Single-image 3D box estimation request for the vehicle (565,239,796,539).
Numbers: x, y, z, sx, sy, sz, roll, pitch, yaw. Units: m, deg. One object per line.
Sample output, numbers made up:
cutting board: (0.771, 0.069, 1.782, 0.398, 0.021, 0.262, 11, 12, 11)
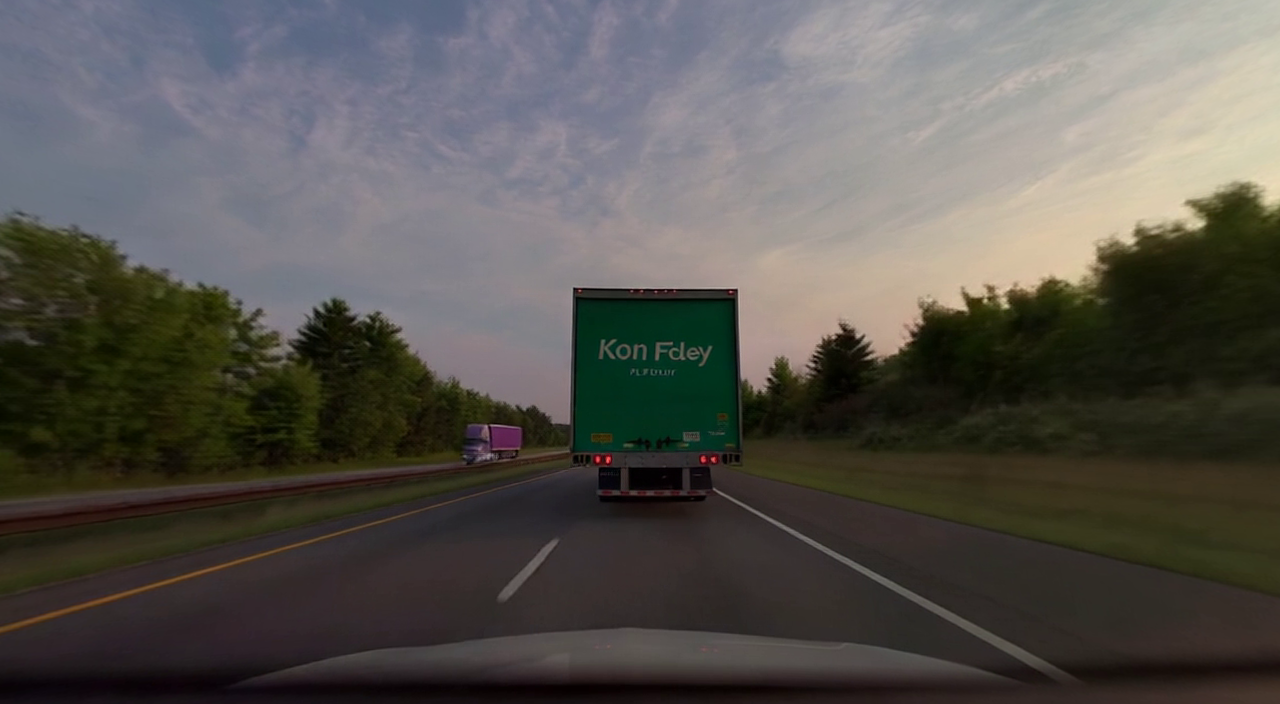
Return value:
vehicle: (0.521, 1.582, 16.267, 3.230, 4.377, 14.405, 0, -9, 0)
